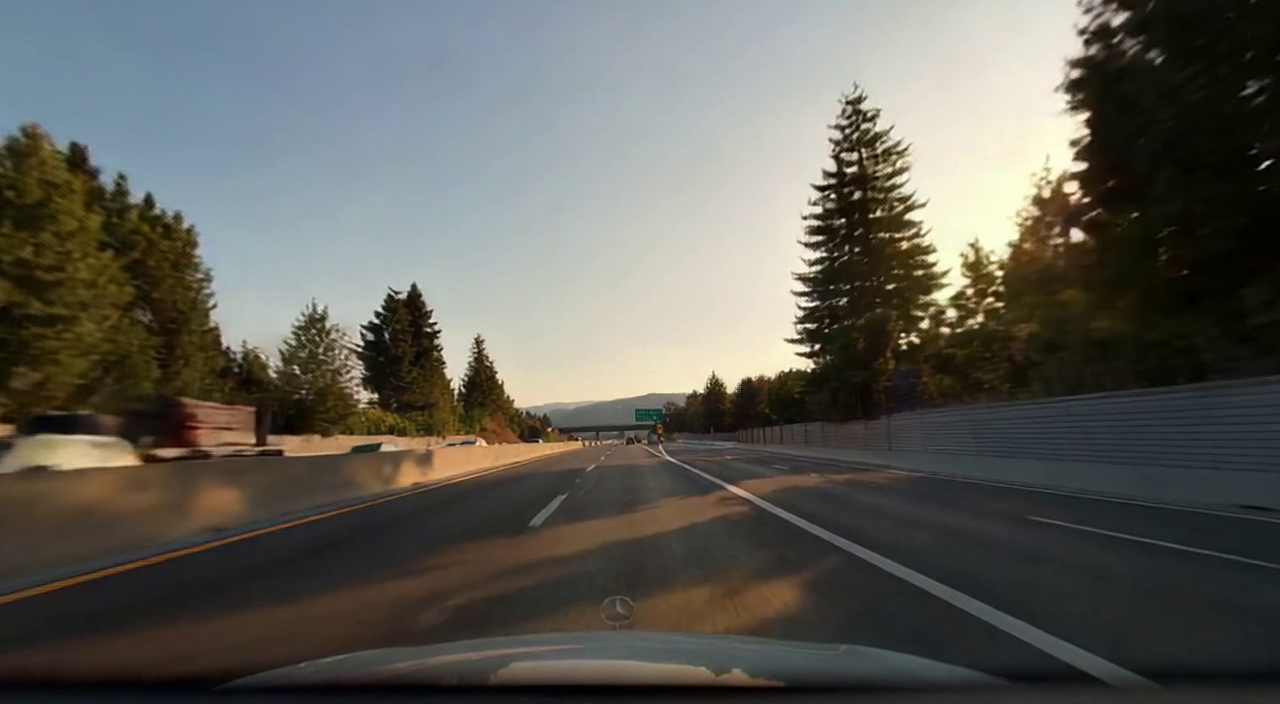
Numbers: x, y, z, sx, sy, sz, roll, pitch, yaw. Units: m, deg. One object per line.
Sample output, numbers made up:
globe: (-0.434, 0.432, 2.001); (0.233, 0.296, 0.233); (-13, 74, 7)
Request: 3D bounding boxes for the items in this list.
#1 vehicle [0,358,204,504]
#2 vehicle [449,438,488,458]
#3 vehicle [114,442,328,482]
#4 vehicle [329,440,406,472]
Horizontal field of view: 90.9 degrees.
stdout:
vehicle: (-17.134, 2.122, 16.824); (2.975, 3.541, 11.755); (0, -8, -2)
vehicle: (-13.428, 7.514, 49.466); (1.954, 1.492, 4.196); (0, -8, -1)
vehicle: (-17.453, 4.648, 27.575); (2.796, 1.314, 10.381); (0, -8, -3)
vehicle: (-13.327, 5.098, 31.123); (1.907, 1.415, 4.576); (0, -8, -2)
